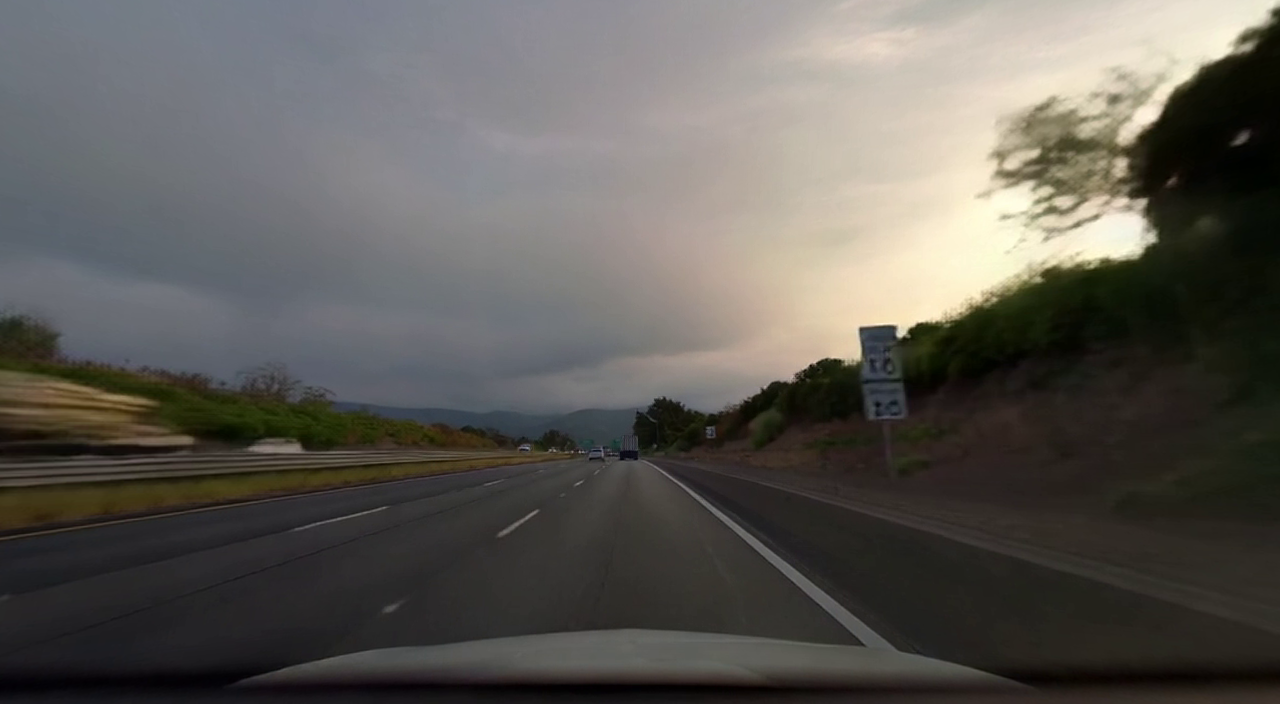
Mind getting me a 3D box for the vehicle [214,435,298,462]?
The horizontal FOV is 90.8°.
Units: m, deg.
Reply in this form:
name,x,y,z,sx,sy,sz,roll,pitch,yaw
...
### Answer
name,x,y,z,sx,sy,sz,roll,pitch,yaw
vehicle,-22.747,5.763,37.613,1.999,1.512,4.919,0,-9,-1
